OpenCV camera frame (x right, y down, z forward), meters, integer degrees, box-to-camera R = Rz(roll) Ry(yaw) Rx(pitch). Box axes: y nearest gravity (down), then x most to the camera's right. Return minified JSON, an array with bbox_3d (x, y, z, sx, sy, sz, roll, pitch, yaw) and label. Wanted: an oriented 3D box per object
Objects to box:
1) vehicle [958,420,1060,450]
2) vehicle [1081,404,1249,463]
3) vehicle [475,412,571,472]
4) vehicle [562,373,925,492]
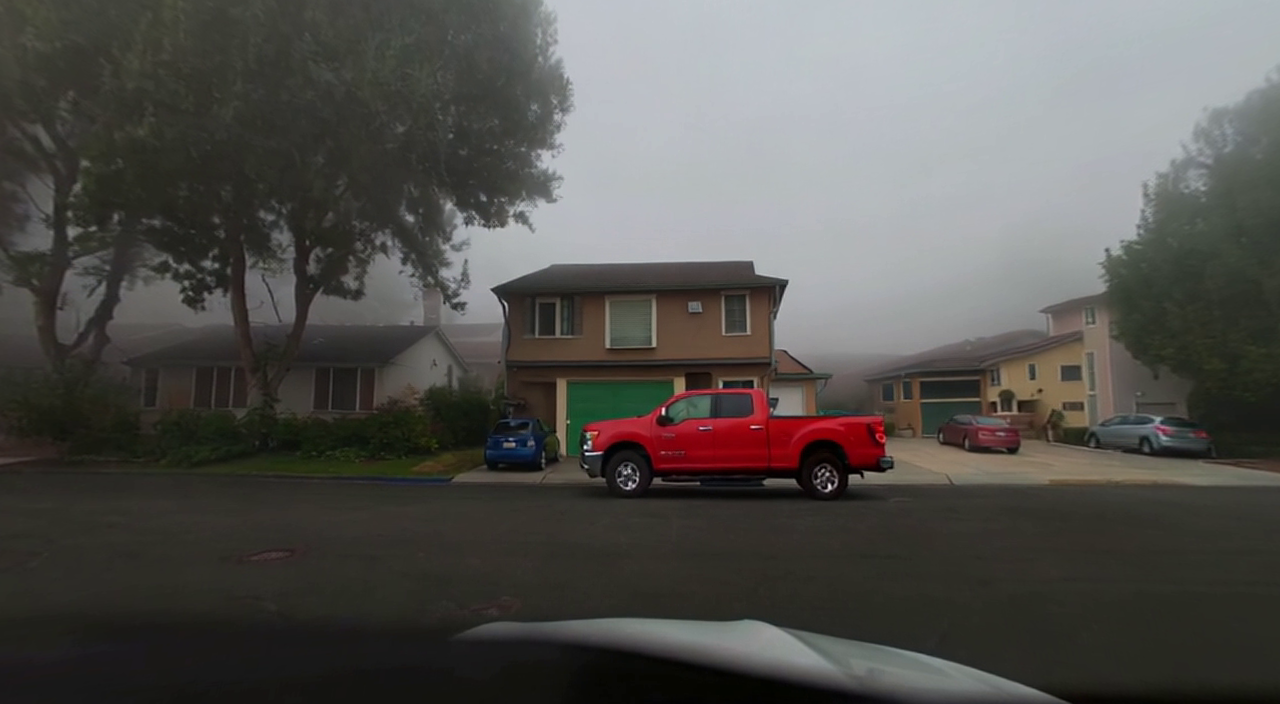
[{"bbox_3d":[18.275,4.145,31.375,3.897,1.416,1.703,-1,-8,5],"label":"vehicle"},{"bbox_3d":[17.119,2.705,20.736,3.770,1.496,1.951,5,-9,5],"label":"vehicle"},{"bbox_3d":[-3.528,2.729,19.720,1.869,1.460,3.826,-4,-4,6],"label":"vehicle"},{"bbox_3d":[1.638,1.423,11.031,5.600,1.835,2.161,-1,-9,4],"label":"vehicle"}]
